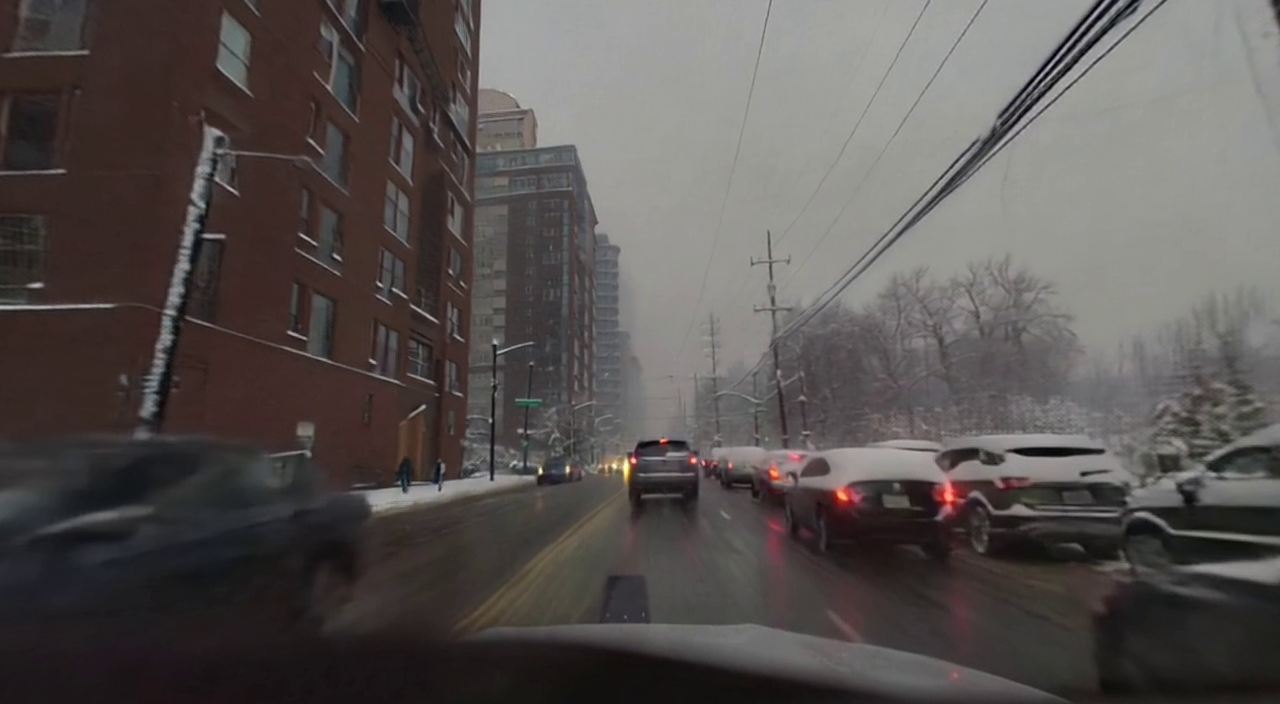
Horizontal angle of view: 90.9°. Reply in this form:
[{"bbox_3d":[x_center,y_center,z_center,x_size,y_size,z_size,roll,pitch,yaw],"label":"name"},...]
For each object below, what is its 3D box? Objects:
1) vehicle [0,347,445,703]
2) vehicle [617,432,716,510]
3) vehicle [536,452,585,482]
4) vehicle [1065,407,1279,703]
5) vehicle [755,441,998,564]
[{"bbox_3d":[-2.808,1.046,3.351,2.023,1.646,4.282,-1,-8,2],"label":"vehicle"},{"bbox_3d":[0.635,3.005,16.368,2.232,1.736,4.036,0,-8,1],"label":"vehicle"},{"bbox_3d":[-4.353,6.361,35.157,1.966,1.470,4.528,-1,-8,3],"label":"vehicle"},{"bbox_3d":[2.862,0.697,0.493,2.029,1.460,4.451,0,-8,1],"label":"vehicle"},{"bbox_3d":[3.357,2.216,10.264,2.116,1.487,4.988,0,-8,1],"label":"vehicle"}]
